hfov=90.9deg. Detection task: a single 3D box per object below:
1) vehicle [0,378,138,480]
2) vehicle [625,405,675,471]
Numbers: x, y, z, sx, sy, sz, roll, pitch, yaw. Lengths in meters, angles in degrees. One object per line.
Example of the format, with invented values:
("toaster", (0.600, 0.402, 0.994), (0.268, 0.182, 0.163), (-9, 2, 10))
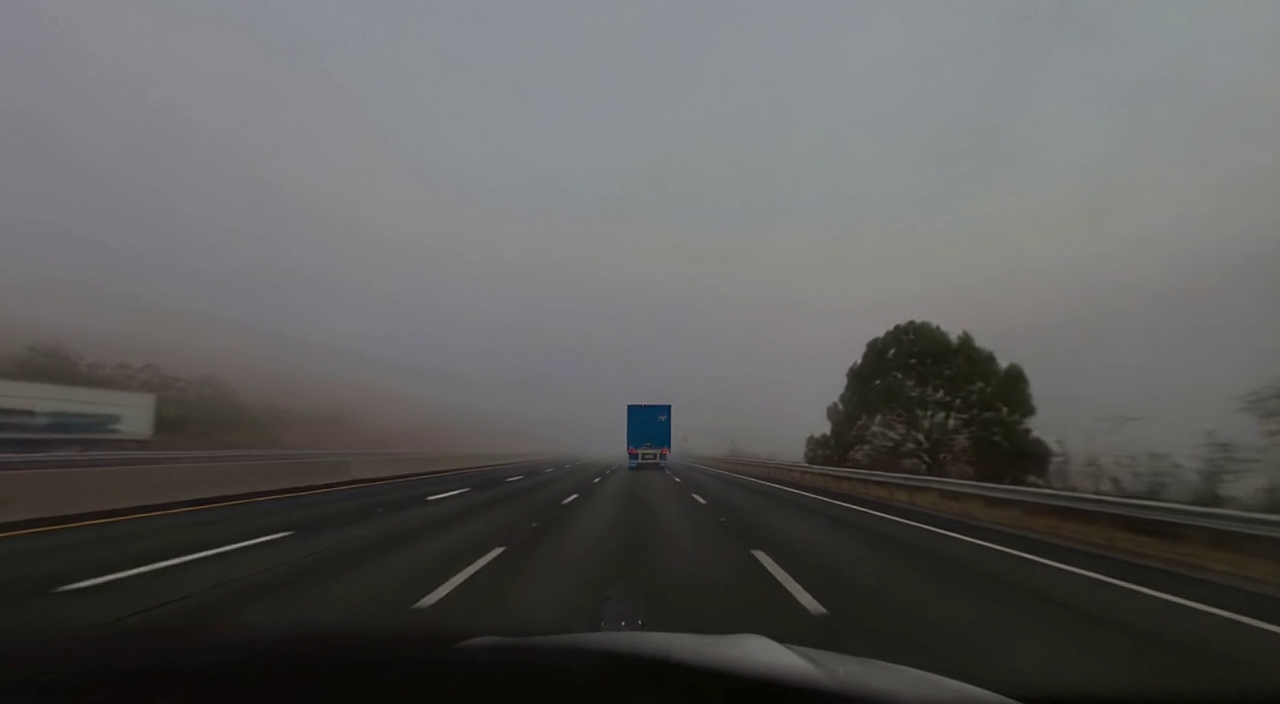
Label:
("vehicle", (-23.238, 2.536, 20.904), (2.819, 3.410, 12.707), (0, -9, 0))
("vehicle", (0.474, 6.131, 44.215), (3.055, 4.009, 10.972), (0, -9, -2))
